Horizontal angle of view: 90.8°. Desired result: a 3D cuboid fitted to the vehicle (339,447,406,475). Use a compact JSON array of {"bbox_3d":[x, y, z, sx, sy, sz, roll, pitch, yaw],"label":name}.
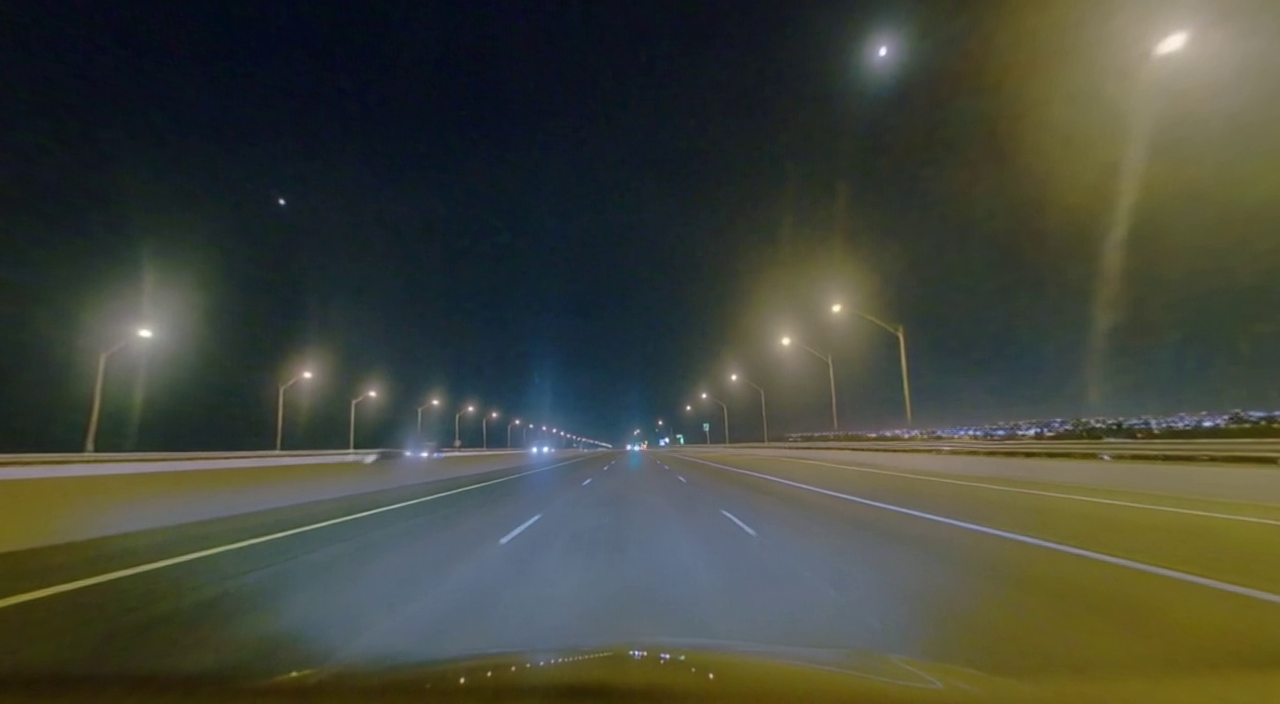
[{"bbox_3d":[-15.541,6.324,36.962,1.854,1.496,4.707,0,-9,0],"label":"vehicle"}]
